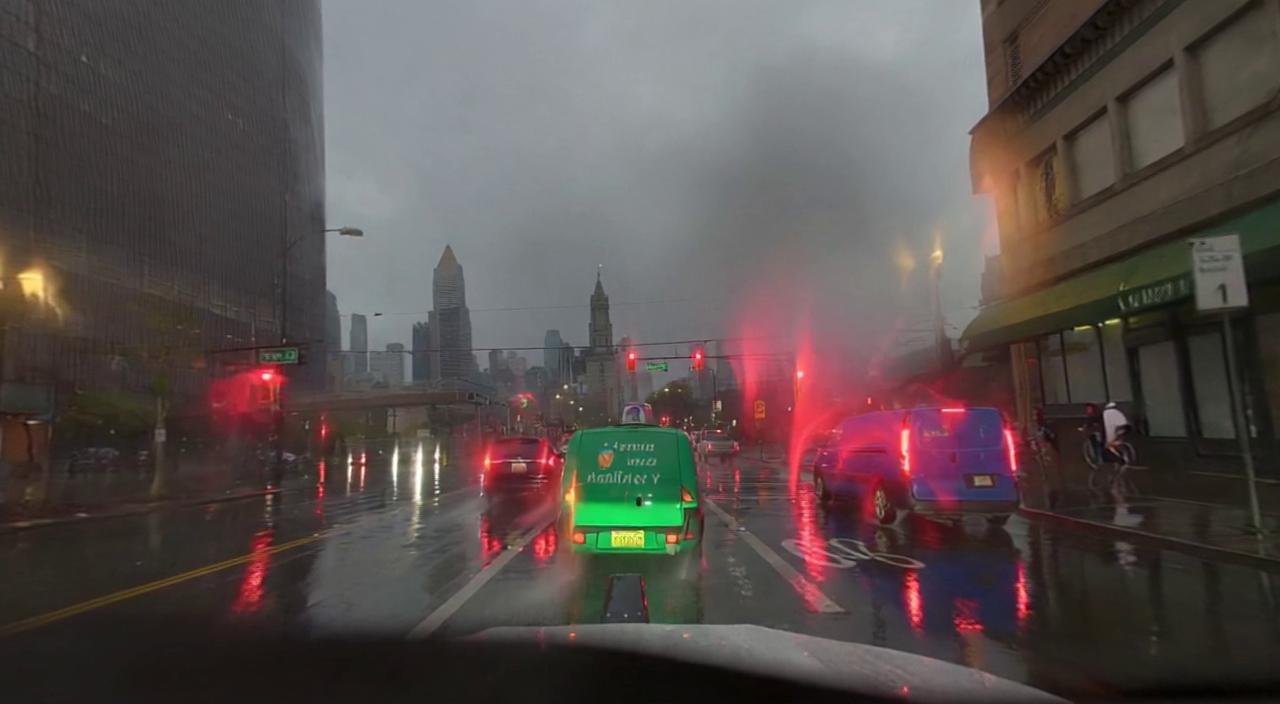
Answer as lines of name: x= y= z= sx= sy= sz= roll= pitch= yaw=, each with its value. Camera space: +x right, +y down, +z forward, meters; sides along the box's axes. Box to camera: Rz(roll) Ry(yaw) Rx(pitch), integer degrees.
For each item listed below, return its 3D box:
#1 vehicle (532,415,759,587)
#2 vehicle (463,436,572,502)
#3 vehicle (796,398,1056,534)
vehicle: x=0.033 y=1.674 z=7.875 sx=2.091 sy=1.557 sz=4.000 roll=0 pitch=-9 yaw=0
vehicle: x=-3.024 y=2.995 z=16.587 sx=2.039 sy=1.452 sz=4.489 roll=0 pitch=-8 yaw=-1
vehicle: x=4.504 y=1.908 z=11.037 sx=2.142 sy=1.829 sz=4.767 roll=0 pitch=-9 yaw=-2
